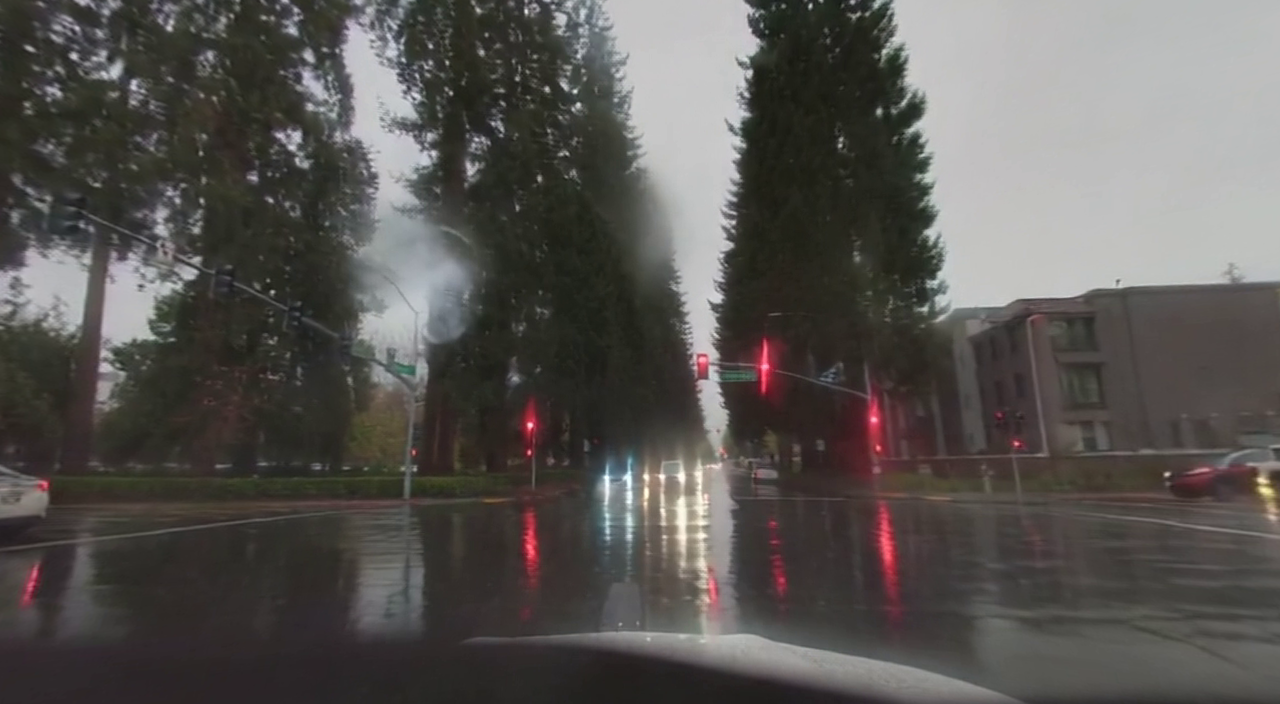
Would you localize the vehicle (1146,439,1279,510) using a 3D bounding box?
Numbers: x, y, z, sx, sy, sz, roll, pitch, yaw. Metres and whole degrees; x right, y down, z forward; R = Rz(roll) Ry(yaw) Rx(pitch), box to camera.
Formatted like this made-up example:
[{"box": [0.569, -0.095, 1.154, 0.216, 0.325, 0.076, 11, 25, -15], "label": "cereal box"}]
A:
[{"box": [18.687, 3.537, 18.573, 5.220, 1.897, 2.596, -1, -8, 7], "label": "vehicle"}]
